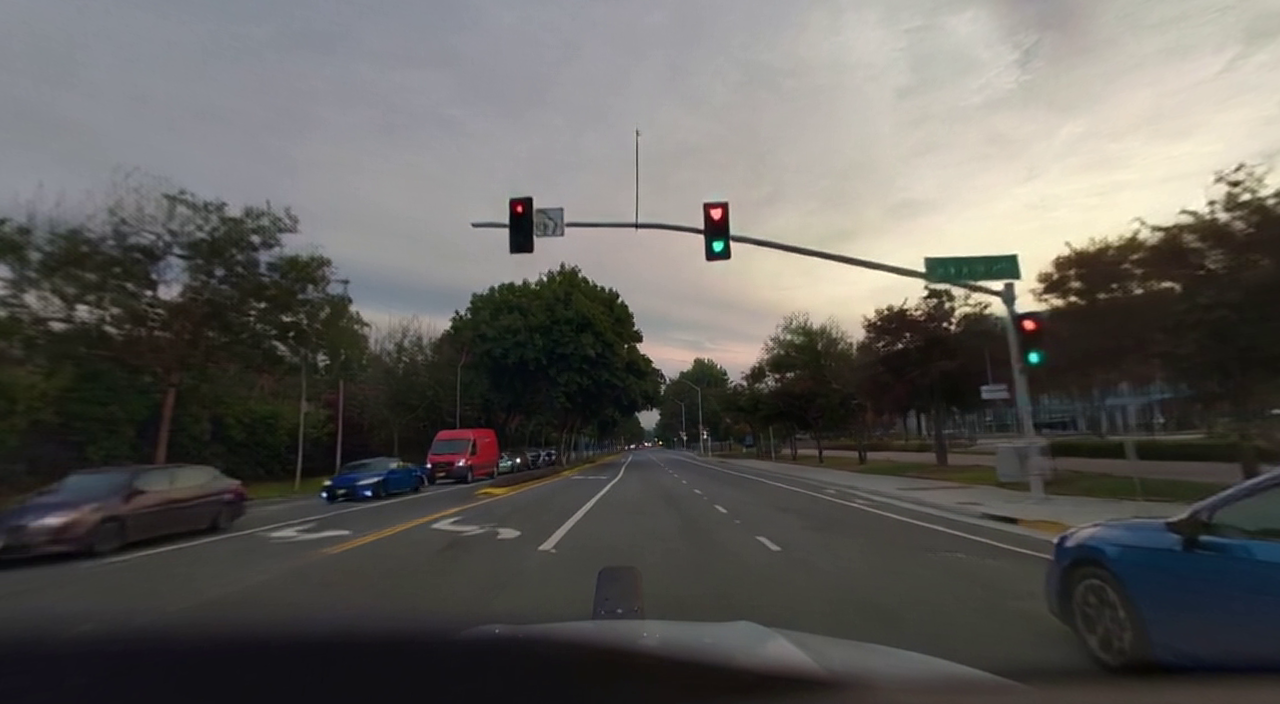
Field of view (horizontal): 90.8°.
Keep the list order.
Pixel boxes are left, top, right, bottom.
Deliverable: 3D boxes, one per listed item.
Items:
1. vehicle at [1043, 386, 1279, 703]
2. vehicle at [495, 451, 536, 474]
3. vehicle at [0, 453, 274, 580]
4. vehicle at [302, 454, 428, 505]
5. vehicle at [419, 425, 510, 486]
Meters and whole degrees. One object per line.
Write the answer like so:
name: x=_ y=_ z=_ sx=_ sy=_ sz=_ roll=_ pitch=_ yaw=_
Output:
vehicle: x=3.968 y=0.834 z=2.067 sx=2.129 sy=1.581 sz=4.780 roll=0 pitch=-8 yaw=0
vehicle: x=-8.667 y=7.700 z=44.317 sx=1.959 sy=1.469 sz=4.369 roll=0 pitch=-8 yaw=0
vehicle: x=-8.122 y=2.387 z=10.097 sx=1.906 sy=1.468 sz=4.686 roll=0 pitch=-8 yaw=-3
vehicle: x=-9.055 y=4.202 z=21.314 sx=2.190 sy=1.455 sz=4.516 roll=0 pitch=-8 yaw=0
vehicle: x=-8.679 y=5.211 z=32.193 sx=2.617 sy=2.736 sz=6.621 roll=0 pitch=-8 yaw=1
